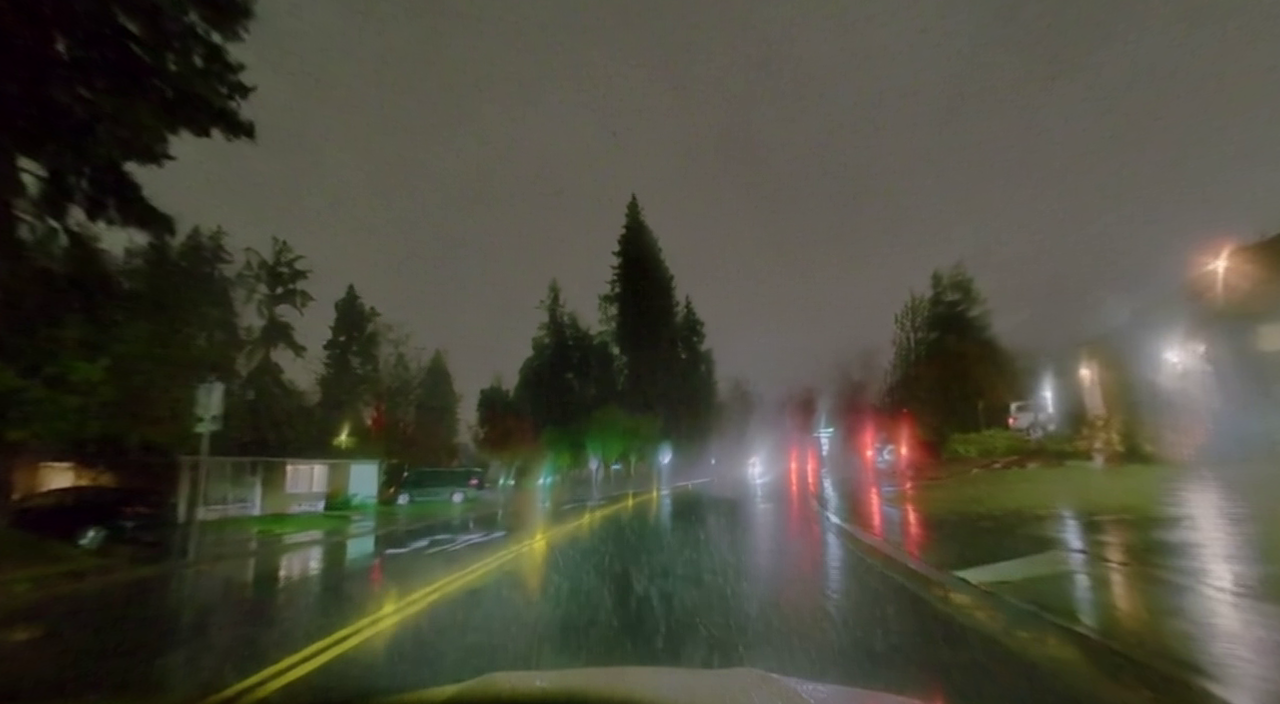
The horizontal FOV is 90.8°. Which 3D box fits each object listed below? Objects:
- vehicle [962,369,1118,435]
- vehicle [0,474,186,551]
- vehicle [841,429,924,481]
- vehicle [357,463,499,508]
[{"bbox_3d":[15.507,1.919,24.691,4.539,2.010,2.163,-6,-1,3],"label":"vehicle"},{"bbox_3d":[-13.144,3.591,14.301,4.175,1.492,1.845,0,-9,-4],"label":"vehicle"},{"bbox_3d":[9.749,4.165,25.813,2.163,1.885,4.804,-2,-9,10],"label":"vehicle"},{"bbox_3d":[-9.610,6.159,29.018,5.643,1.759,2.110,-1,-19,3],"label":"vehicle"}]
